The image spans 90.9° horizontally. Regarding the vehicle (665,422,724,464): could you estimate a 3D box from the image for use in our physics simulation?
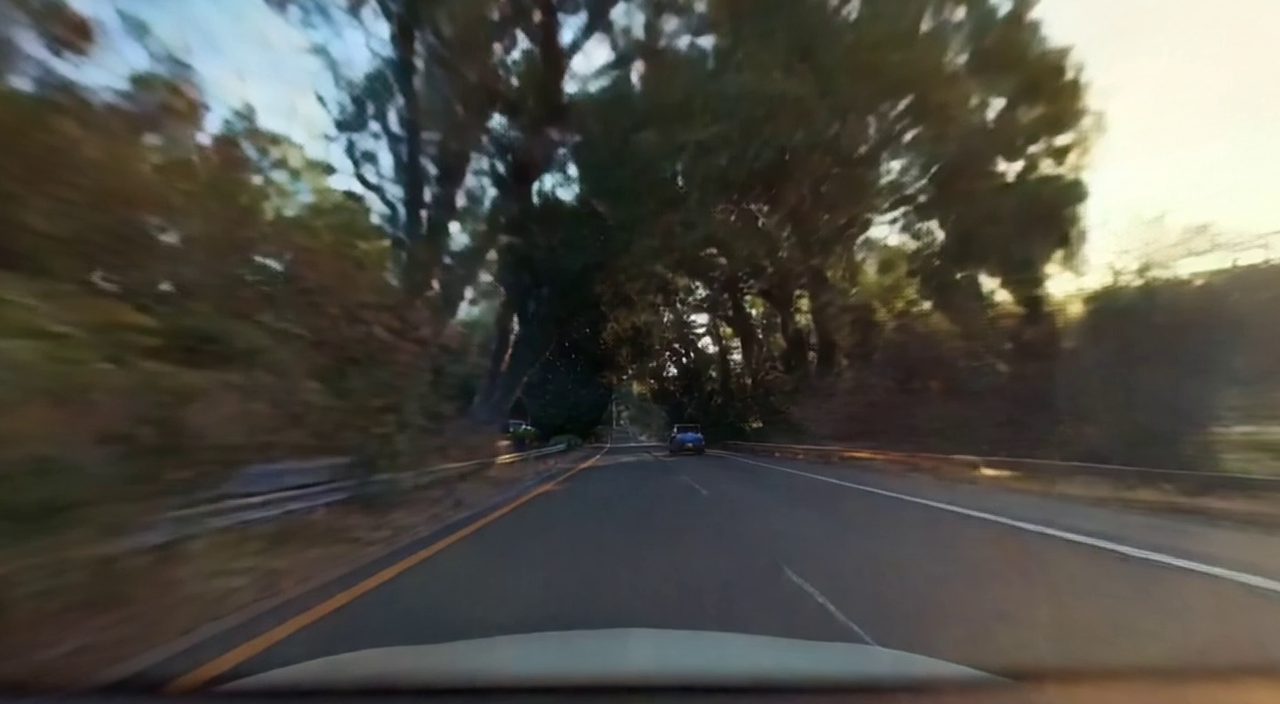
[{"bbox_3d":[2.487,4.294,29.952,2.240,1.801,4.545,0,-8,-2],"label":"vehicle"}]
